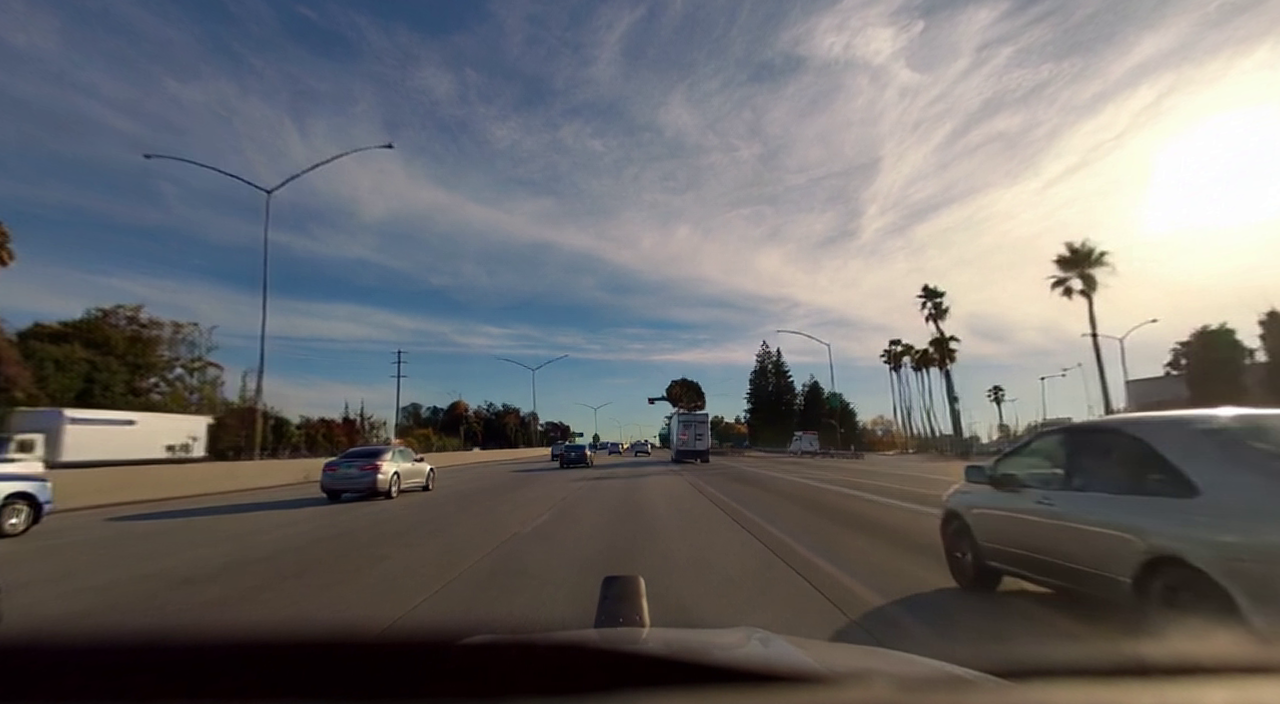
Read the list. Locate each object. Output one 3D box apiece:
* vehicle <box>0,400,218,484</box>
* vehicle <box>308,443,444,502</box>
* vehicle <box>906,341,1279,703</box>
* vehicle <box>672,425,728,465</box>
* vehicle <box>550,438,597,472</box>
[{"bbox_3d":[-31.969,5.388,37.089,2.901,3.928,16.262,0,-9,0],"label":"vehicle"},{"bbox_3d":[-7.481,3.429,18.409,2.050,1.487,4.372,0,-9,1],"label":"vehicle"},{"bbox_3d":[3.760,1.017,4.062,2.124,1.674,4.494,0,-9,0],"label":"vehicle"},{"bbox_3d":[4.280,7.229,48.741,2.891,2.596,15.534,0,-9,0],"label":"vehicle"},{"bbox_3d":[-3.467,5.470,33.558,2.017,1.683,4.094,0,-9,0],"label":"vehicle"}]
